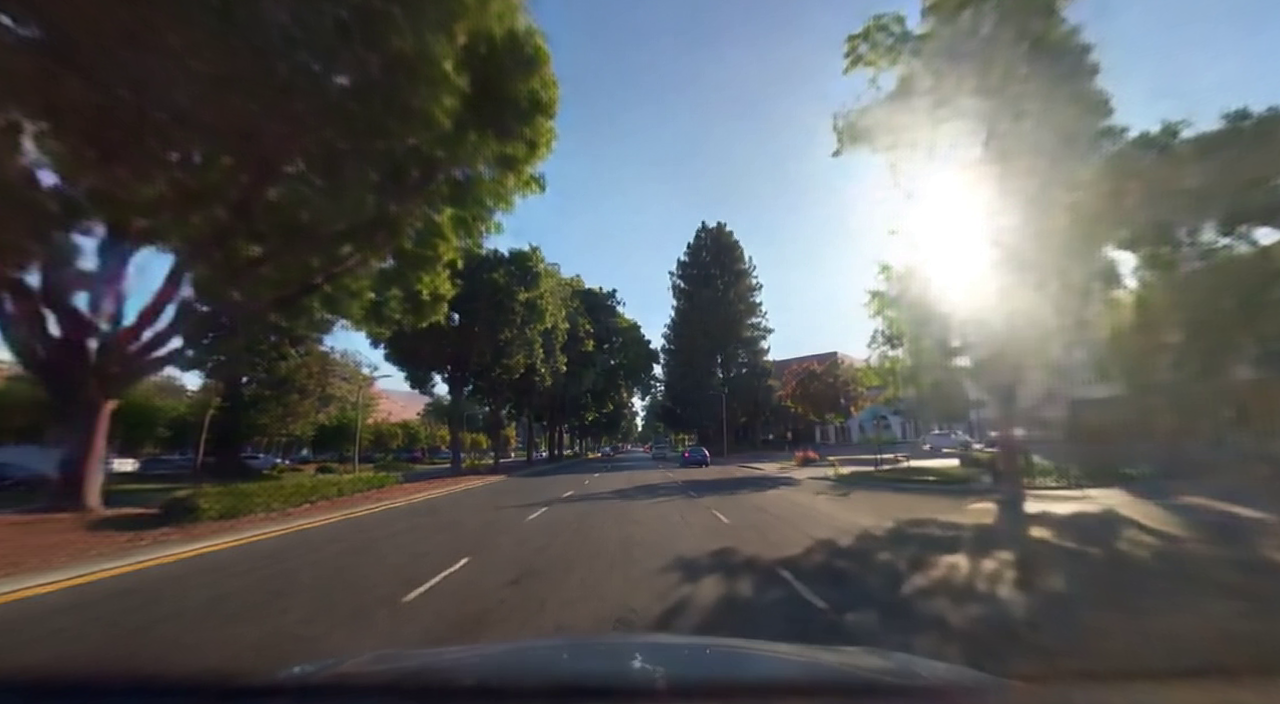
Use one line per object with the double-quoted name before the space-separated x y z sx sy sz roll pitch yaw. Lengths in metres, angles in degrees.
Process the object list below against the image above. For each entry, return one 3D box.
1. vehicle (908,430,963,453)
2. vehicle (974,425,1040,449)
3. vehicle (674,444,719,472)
"vehicle" 21.775 6.646 46.739 1.911 1.604 4.411 -1 -8 -1
"vehicle" 27.571 6.362 47.641 2.037 1.633 4.447 1 -6 -6
"vehicle" 3.189 6.119 36.662 2.033 1.482 4.571 0 -8 -2
